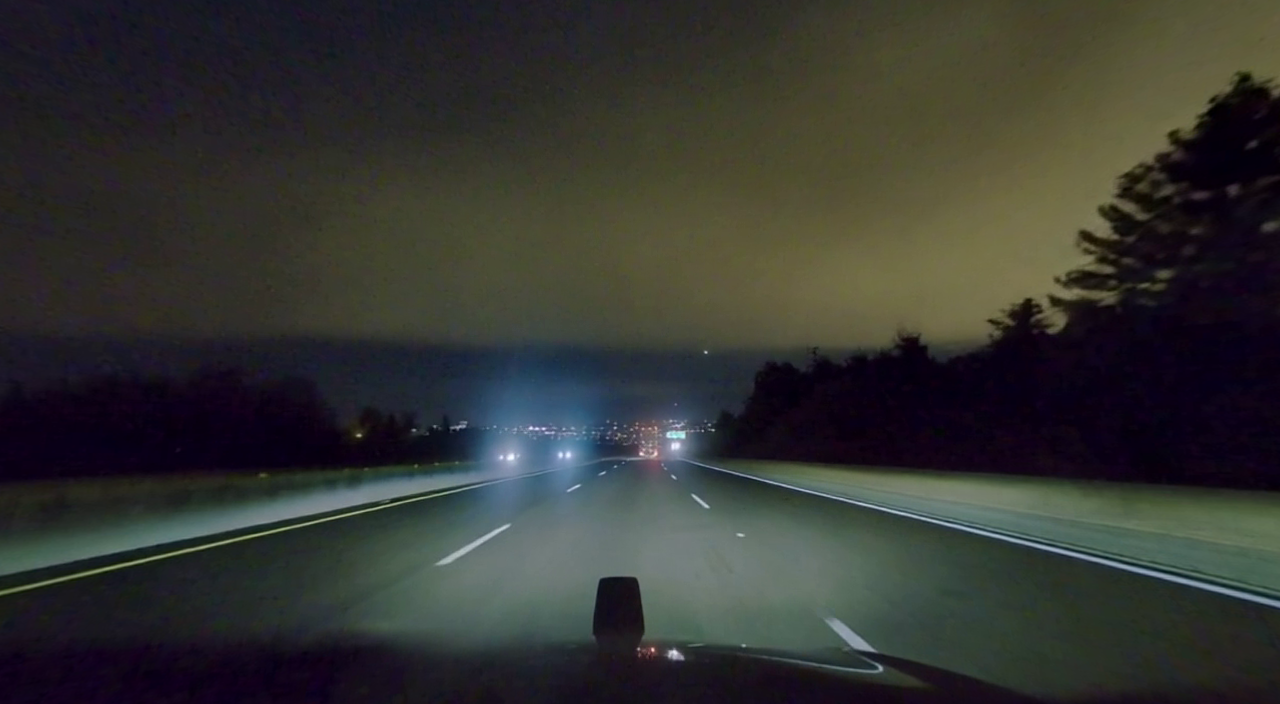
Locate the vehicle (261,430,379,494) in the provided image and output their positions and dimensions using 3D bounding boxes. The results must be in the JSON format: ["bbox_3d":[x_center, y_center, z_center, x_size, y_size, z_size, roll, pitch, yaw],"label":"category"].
[{"bbox_3d":[-17.199,5.973,34.545,2.734,3.128,6.814,0,-9,1],"label":"vehicle"}]
